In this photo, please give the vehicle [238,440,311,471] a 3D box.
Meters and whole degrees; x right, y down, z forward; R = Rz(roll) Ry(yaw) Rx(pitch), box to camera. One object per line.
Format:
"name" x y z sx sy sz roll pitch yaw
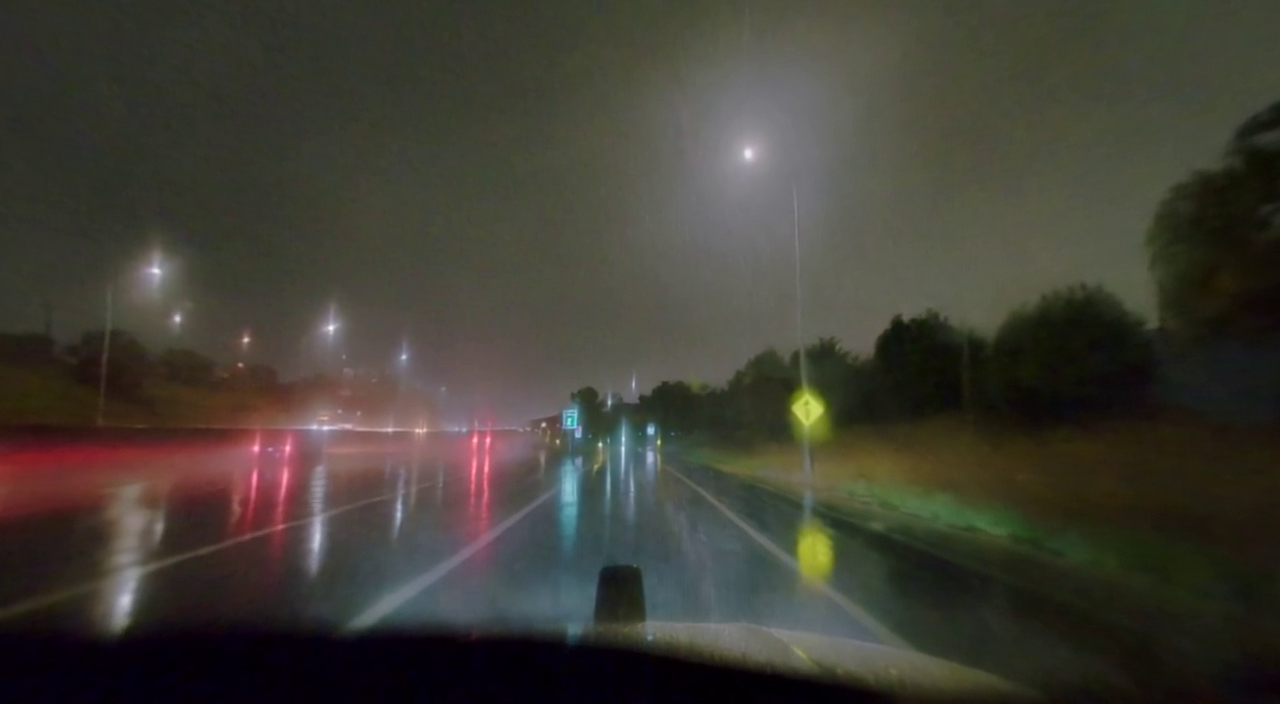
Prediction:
"vehicle" -21.532 6.122 37.321 2.093 1.735 4.285 1 -9 -6
